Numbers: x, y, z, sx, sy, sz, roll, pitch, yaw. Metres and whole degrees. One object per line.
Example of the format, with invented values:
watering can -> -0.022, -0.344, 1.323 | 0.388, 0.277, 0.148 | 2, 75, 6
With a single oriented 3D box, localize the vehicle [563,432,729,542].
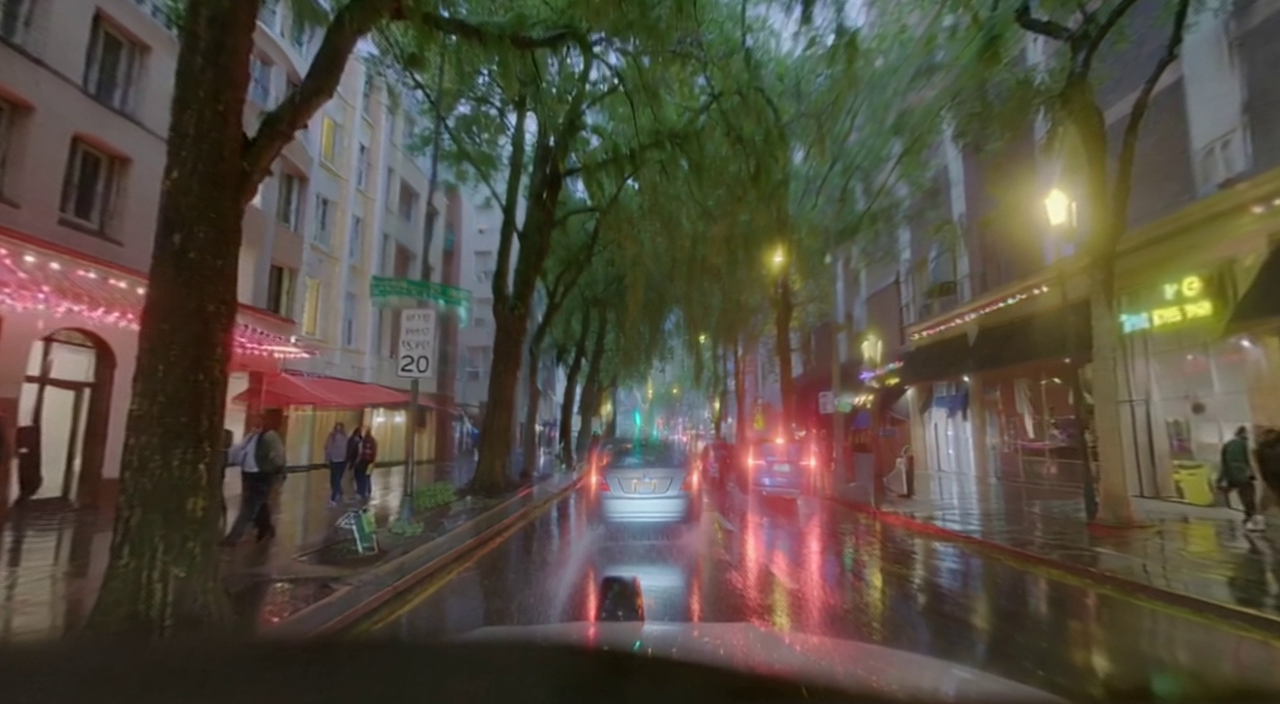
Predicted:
vehicle -> 0.033, 2.156, 10.758 | 2.261, 1.474, 4.130 | 0, -8, -1

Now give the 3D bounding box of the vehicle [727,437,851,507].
vehicle -> 3.629, 3.009, 16.311 | 2.025, 1.523, 4.426 | 0, -9, -1
